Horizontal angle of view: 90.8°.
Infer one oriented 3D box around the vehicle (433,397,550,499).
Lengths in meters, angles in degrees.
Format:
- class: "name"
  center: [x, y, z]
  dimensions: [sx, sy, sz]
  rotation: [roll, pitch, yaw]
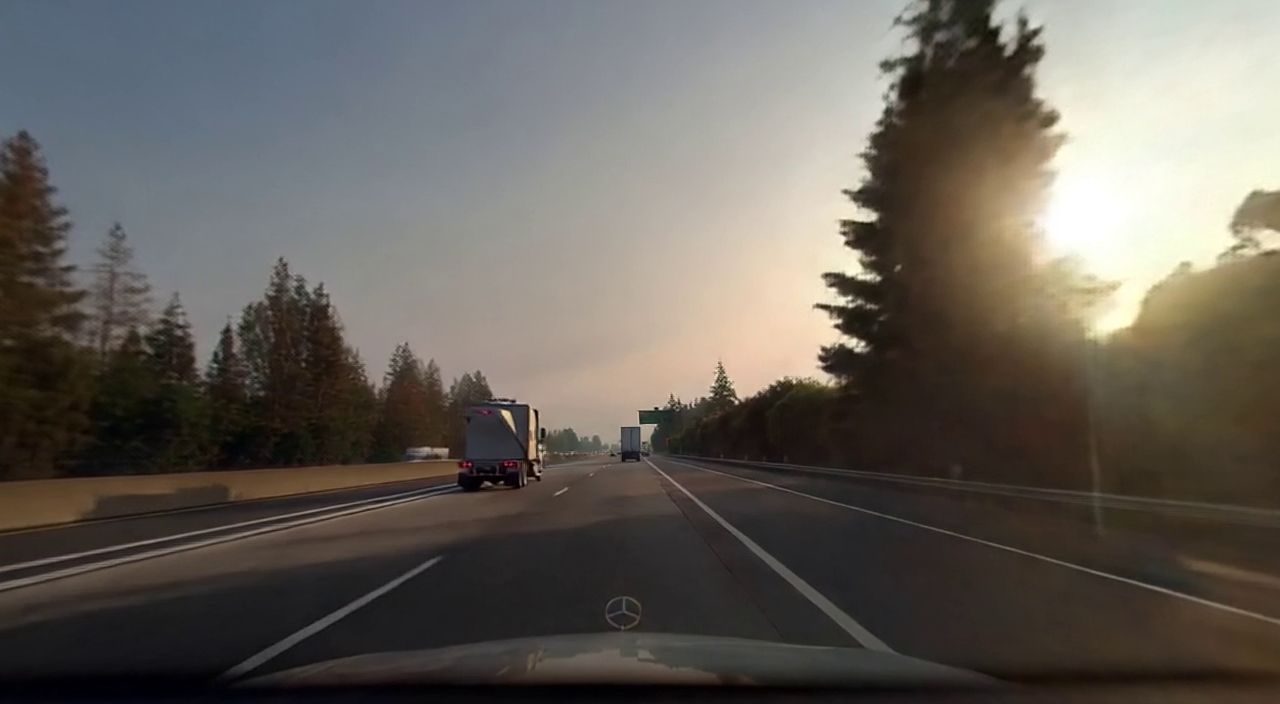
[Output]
- class: "vehicle"
  center: [-4.595, 3.179, 20.855]
  dimensions: [2.368, 2.813, 6.329]
  rotation: [0, -9, -1]
